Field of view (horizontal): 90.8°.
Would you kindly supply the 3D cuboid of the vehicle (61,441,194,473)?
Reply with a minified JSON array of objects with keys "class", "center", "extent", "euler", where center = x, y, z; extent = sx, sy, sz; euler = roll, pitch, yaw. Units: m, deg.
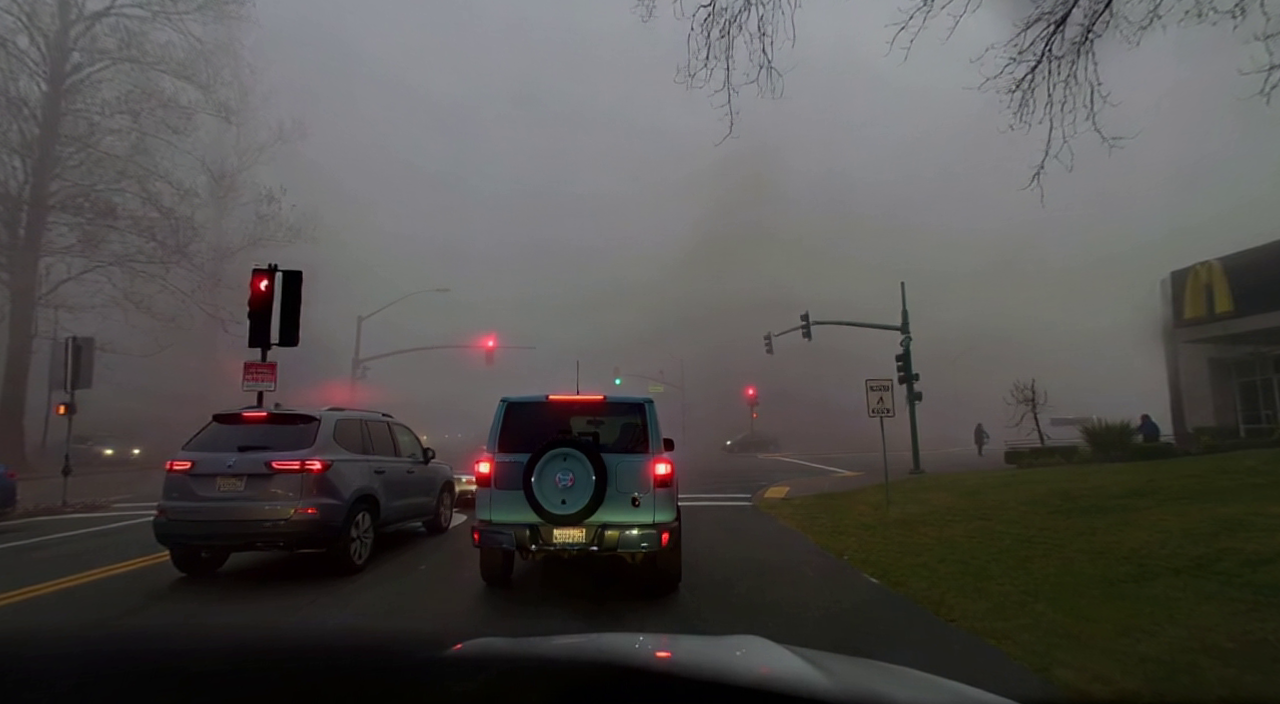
[{"class":"vehicle","center":[-25.249,5.183,31.368],"extent":[4.713,1.445,1.887],"euler":[4,-9,-24]}]

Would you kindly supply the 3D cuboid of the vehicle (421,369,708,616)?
[{"class":"vehicle","center":[-0.630,1.434,7.342],"extent":[2.224,1.923,4.643],"euler":[0,-8,-1]}]

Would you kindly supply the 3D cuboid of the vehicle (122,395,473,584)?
[{"class":"vehicle","center":[-3.914,1.665,8.429],"extent":[2.130,1.819,4.497],"euler":[0,-8,0]}]
